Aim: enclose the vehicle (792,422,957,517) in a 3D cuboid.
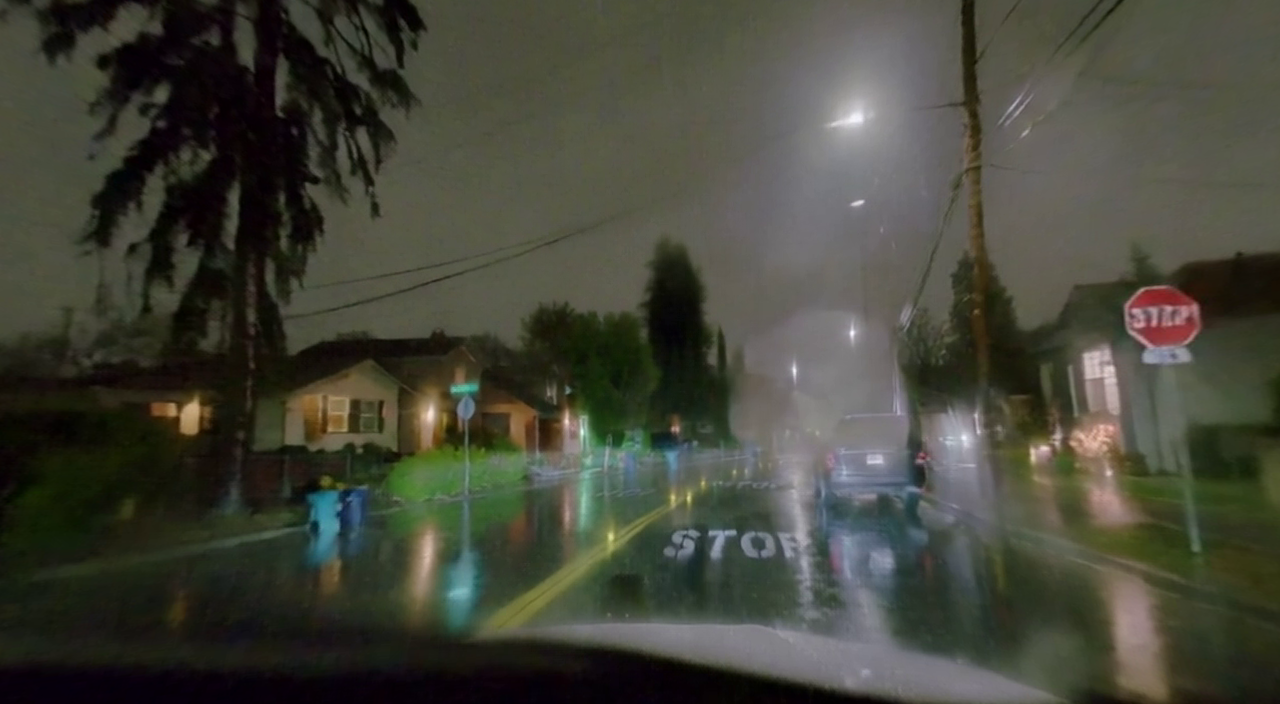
[{"bbox_3d":[4.720,2.434,13.619,2.692,1.649,4.689,-2,-9,13],"label":"vehicle"}]
